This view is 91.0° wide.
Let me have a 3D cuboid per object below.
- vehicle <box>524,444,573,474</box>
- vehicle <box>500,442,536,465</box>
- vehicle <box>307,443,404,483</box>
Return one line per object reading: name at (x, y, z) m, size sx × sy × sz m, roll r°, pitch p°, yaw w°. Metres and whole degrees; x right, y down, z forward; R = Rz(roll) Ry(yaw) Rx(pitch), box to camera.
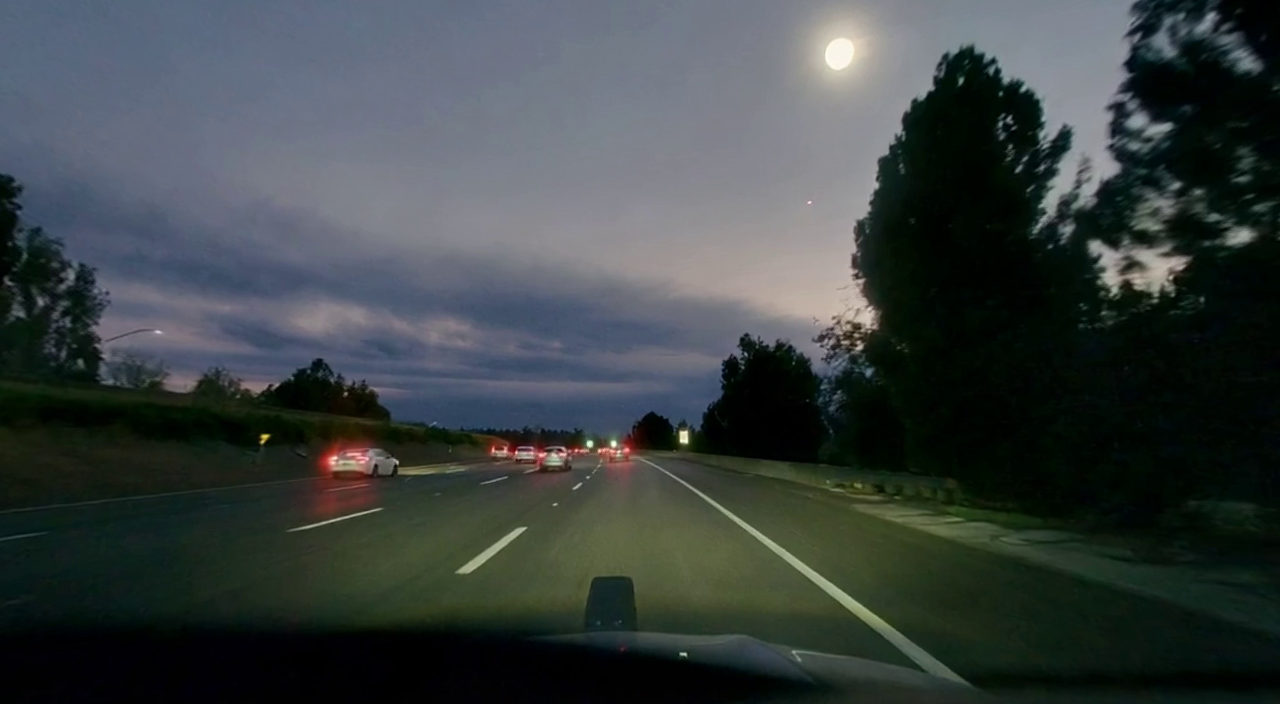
vehicle at (-4.721, 5.579, 33.047) m, size 2.120 × 1.458 × 4.031 m, roll 0°, pitch -9°, yaw -2°
vehicle at (-9.080, 7.582, 47.211) m, size 2.015 × 1.608 × 4.294 m, roll 0°, pitch -9°, yaw -3°
vehicle at (-11.506, 4.507, 25.884) m, size 1.960 × 1.487 × 4.593 m, roll 0°, pitch -9°, yaw -2°
